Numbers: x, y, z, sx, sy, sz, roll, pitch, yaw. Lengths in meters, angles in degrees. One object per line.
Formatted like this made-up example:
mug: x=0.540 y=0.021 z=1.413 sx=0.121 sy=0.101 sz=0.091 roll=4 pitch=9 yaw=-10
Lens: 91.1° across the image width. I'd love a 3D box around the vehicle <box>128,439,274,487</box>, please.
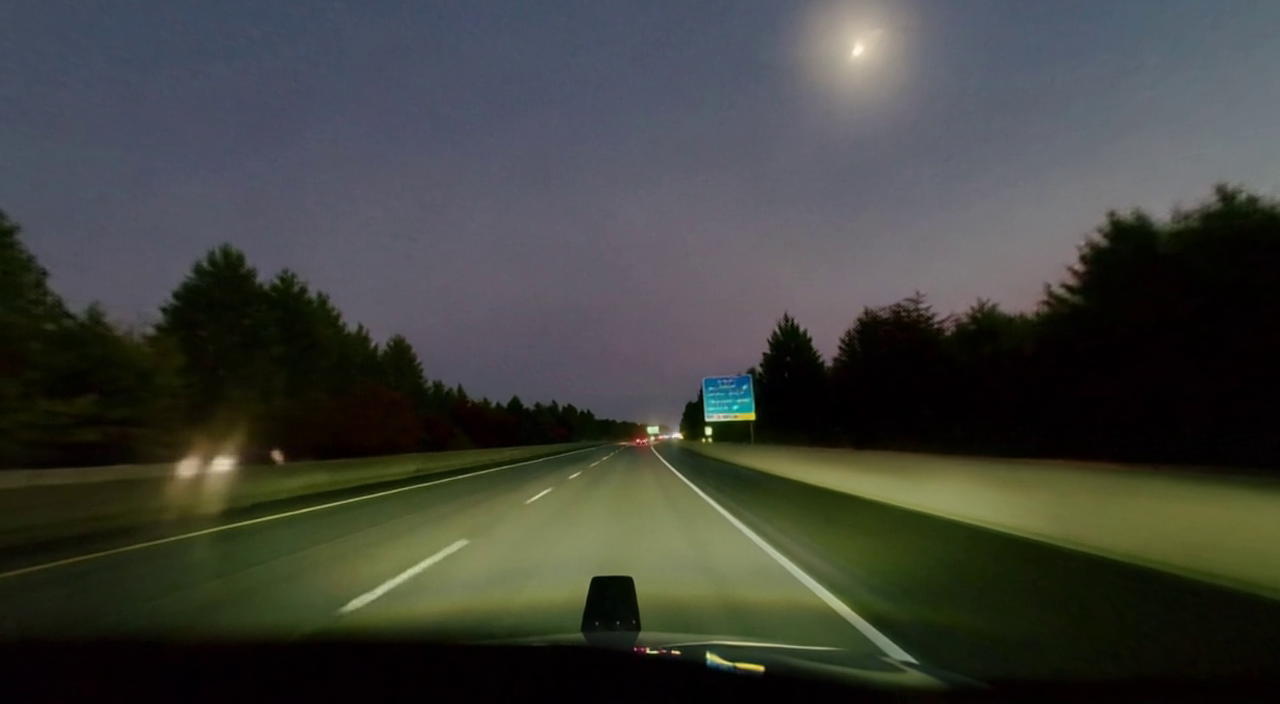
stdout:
vehicle: x=-14.710 y=3.695 z=21.407 sx=1.994 sy=1.455 sz=4.162 roll=0 pitch=-8 yaw=-1
